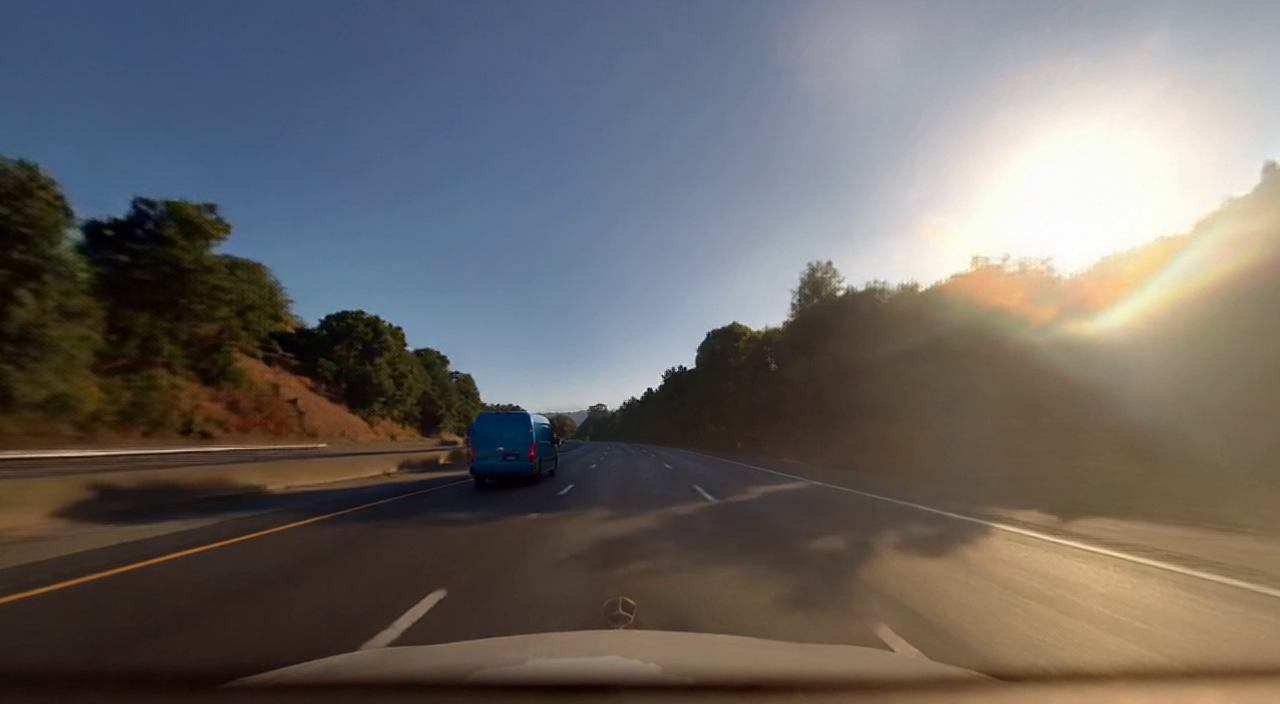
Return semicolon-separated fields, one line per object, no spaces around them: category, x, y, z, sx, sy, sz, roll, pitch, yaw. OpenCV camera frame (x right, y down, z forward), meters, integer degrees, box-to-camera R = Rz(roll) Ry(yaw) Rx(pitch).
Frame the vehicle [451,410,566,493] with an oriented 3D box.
vehicle;-3.514;2.772;17.938;2.297;2.011;4.736;0;-8;-1
